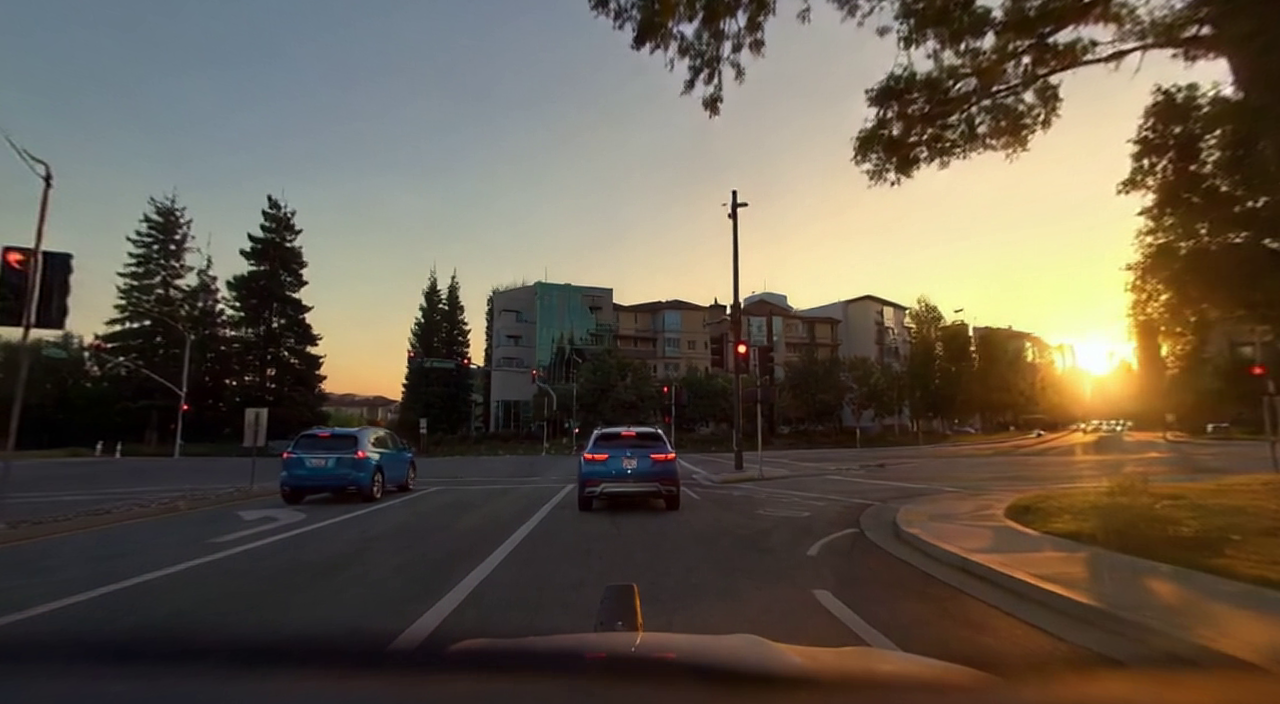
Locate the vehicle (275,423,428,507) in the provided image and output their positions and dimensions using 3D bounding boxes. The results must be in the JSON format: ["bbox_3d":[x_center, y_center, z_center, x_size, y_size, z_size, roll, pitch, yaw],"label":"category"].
[{"bbox_3d":[-6.664,2.650,15.135,2.020,1.695,4.187,1,-9,-6],"label":"vehicle"}]

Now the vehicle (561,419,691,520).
[{"bbox_3d":[-0.388,2.272,12.632,2.154,1.670,4.140,1,-9,-4],"label":"vehicle"}]
